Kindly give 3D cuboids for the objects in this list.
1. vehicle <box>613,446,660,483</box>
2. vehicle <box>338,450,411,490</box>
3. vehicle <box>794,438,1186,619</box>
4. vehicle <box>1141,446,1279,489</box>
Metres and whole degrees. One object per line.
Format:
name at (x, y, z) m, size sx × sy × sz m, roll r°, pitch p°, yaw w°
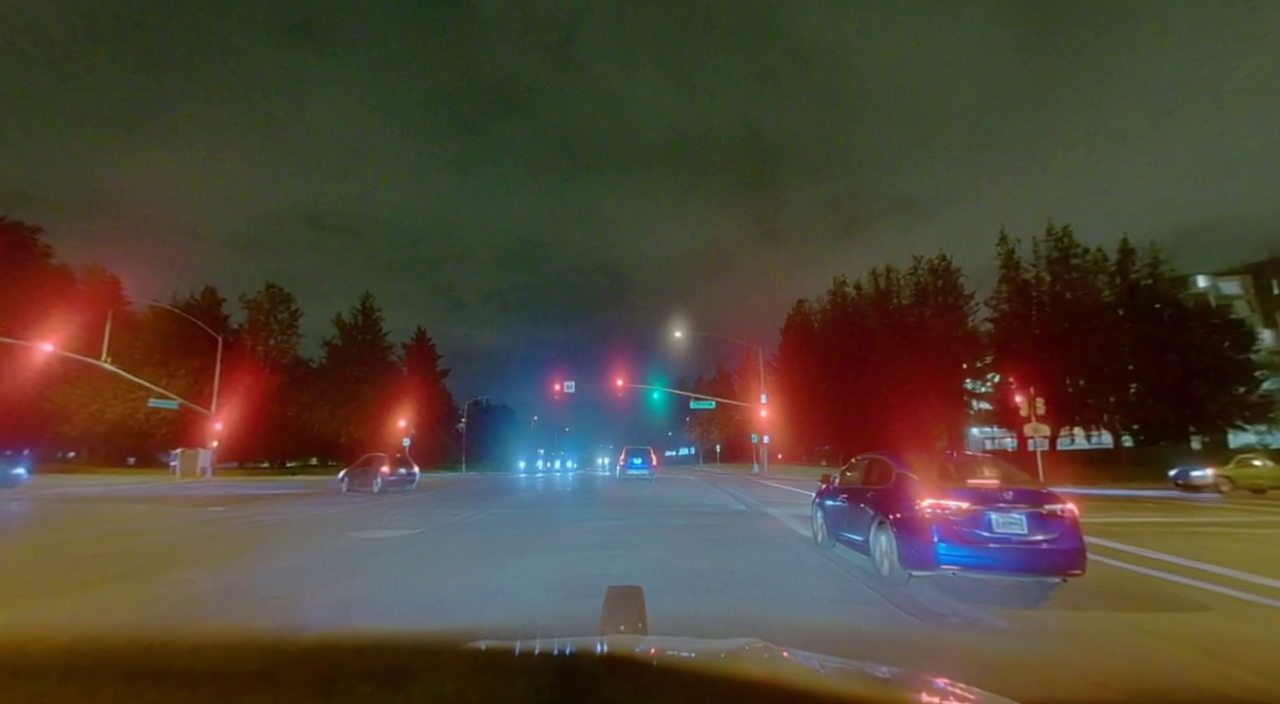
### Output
vehicle at (-0.166, 5.471, 30.853) m, size 2.108 × 1.654 × 4.235 m, roll 0°, pitch -8°, yaw 0°
vehicle at (-12.080, 5.275, 28.438) m, size 1.987 × 1.633 × 4.005 m, roll 7°, pitch -11°, yaw -37°
vehicle at (3.452, 1.798, 7.496) m, size 2.056 × 1.468 × 4.520 m, roll 0°, pitch -8°, yaw 0°
vehicle at (23.452, 4.584, 25.149) m, size 4.705 × 1.631 × 2.053 m, roll -2°, pitch -9°, yaw 16°
